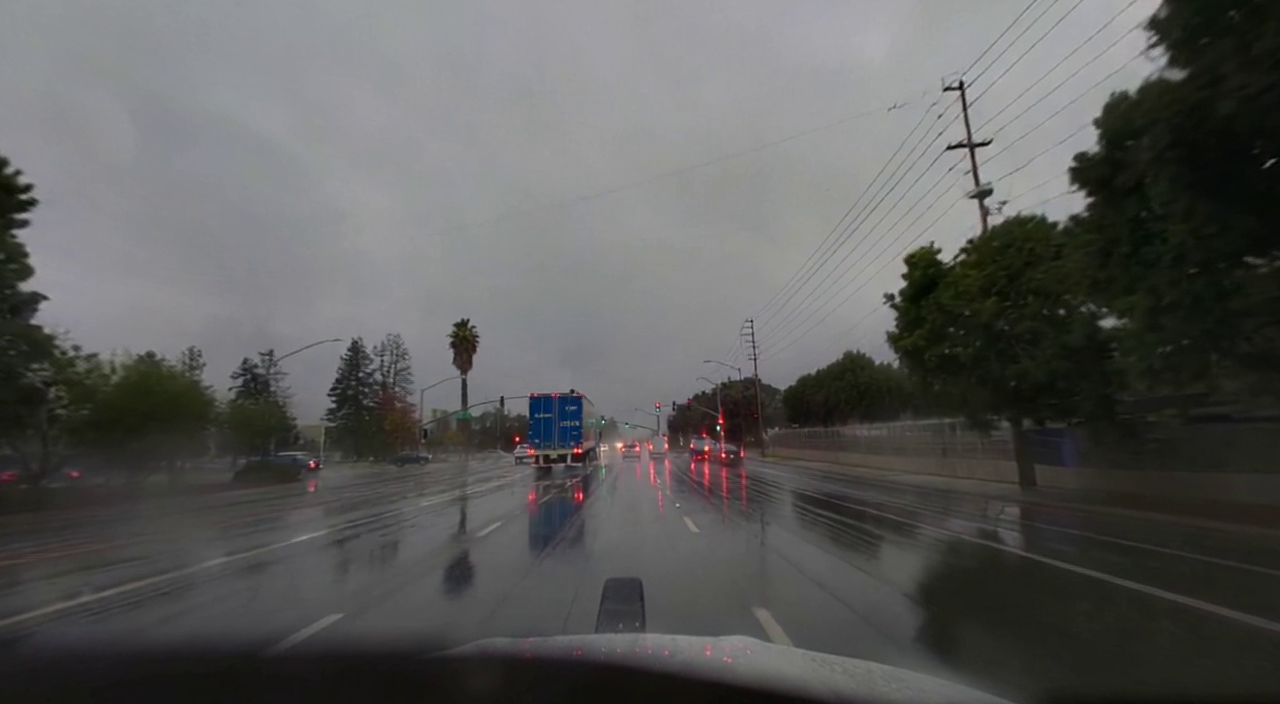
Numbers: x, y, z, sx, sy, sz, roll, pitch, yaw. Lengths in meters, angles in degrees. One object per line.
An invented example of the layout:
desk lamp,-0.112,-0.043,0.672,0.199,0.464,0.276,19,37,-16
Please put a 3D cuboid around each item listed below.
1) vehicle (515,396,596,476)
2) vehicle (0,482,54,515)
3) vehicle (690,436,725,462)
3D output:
vehicle,-3.905,4.187,31.148,2.889,3.347,8.285,0,-8,0
vehicle,-33.826,7.802,33.653,1.715,1.452,3.933,1,-8,-7
vehicle,4.576,6.679,43.471,2.102,1.662,4.533,-1,-8,2
